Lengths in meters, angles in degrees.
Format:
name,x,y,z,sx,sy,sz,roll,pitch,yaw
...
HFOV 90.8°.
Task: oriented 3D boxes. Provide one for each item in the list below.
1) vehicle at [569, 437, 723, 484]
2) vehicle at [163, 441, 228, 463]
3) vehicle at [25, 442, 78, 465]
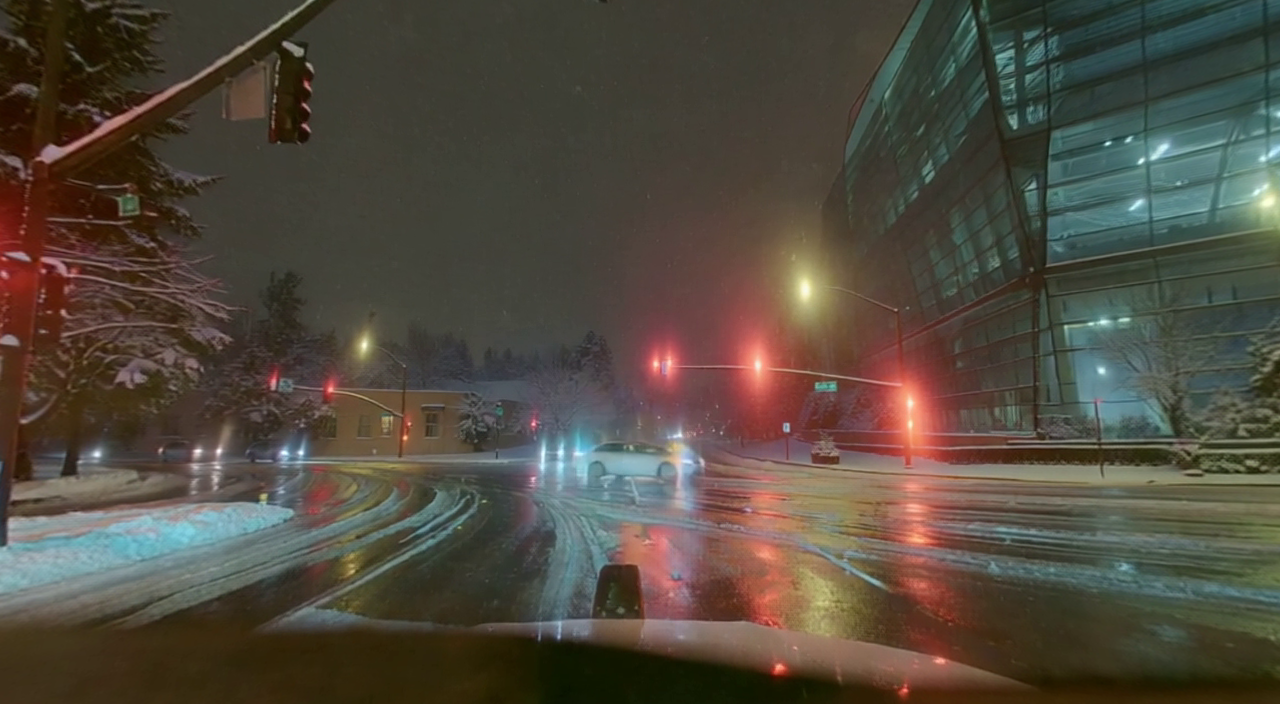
name,x,y,z,sx,sy,sz,roll,pitch,yaw
vehicle,0.108,3.909,22.983,5.408,1.505,2.091,-7,-11,37
vehicle,-30.481,6.827,43.282,4.380,1.455,1.869,-5,-10,30
vehicle,-38.297,6.565,41.088,4.323,1.390,1.953,-8,-11,41
